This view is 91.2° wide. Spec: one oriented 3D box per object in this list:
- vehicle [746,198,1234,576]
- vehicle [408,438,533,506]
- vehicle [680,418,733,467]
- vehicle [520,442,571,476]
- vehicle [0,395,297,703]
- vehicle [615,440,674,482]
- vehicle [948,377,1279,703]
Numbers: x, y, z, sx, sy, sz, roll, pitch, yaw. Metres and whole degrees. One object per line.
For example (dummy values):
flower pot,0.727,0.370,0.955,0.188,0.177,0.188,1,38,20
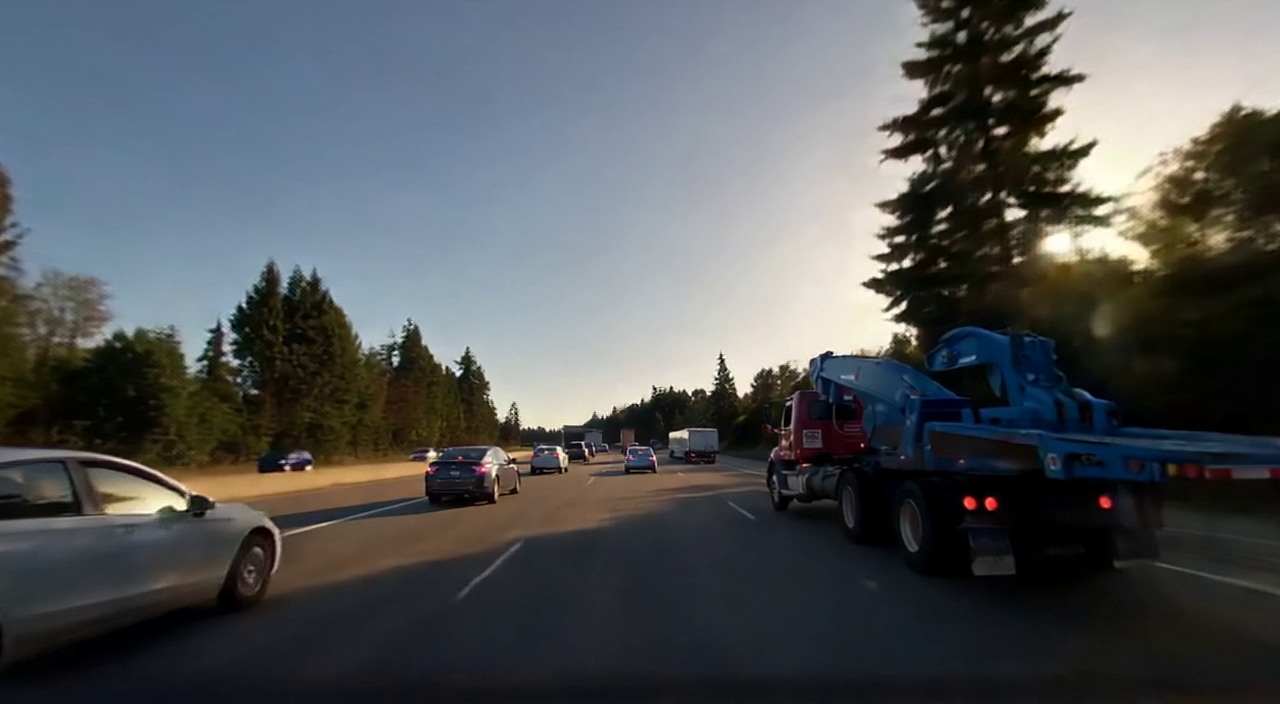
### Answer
vehicle,3.957,0.900,10.194,2.975,3.618,8.456,0,-9,0
vehicle,-4.213,3.067,16.467,1.880,1.507,4.757,0,-9,1
vehicle,4.098,5.822,39.947,2.416,2.829,7.016,0,-9,-1
vehicle,-4.524,5.191,30.514,1.858,1.527,3.974,0,-9,1
vehicle,-4.172,1.093,3.673,1.978,1.556,4.119,0,-9,0
vehicle,0.126,4.315,24.958,2.150,1.498,3.988,0,-9,-1
vehicle,4.052,0.915,2.616,2.599,1.631,5.693,0,-9,-1
